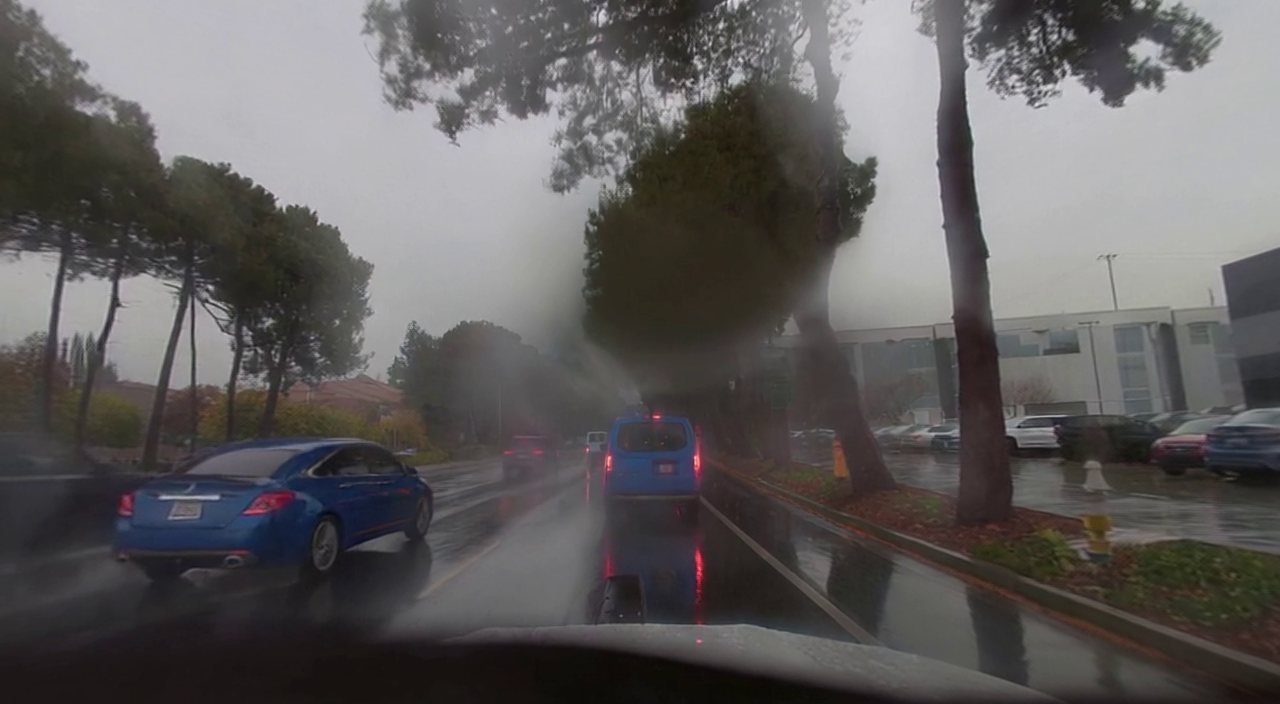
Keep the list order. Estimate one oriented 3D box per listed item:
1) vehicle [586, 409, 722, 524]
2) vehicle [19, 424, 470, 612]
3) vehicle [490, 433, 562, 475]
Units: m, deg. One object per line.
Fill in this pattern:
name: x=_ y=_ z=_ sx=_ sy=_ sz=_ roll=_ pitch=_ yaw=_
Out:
vehicle: x=0.295 y=2.154 z=12.295 sx=2.173 sy=1.830 sz=4.189 roll=0 pitch=-9 yaw=2
vehicle: x=-3.825 y=1.679 z=7.484 sx=1.991 sy=1.459 sz=4.813 roll=-1 pitch=-9 yaw=4
vehicle: x=-5.107 y=4.649 z=28.971 sx=2.116 sy=1.714 sz=4.757 roll=-1 pitch=-9 yaw=4
